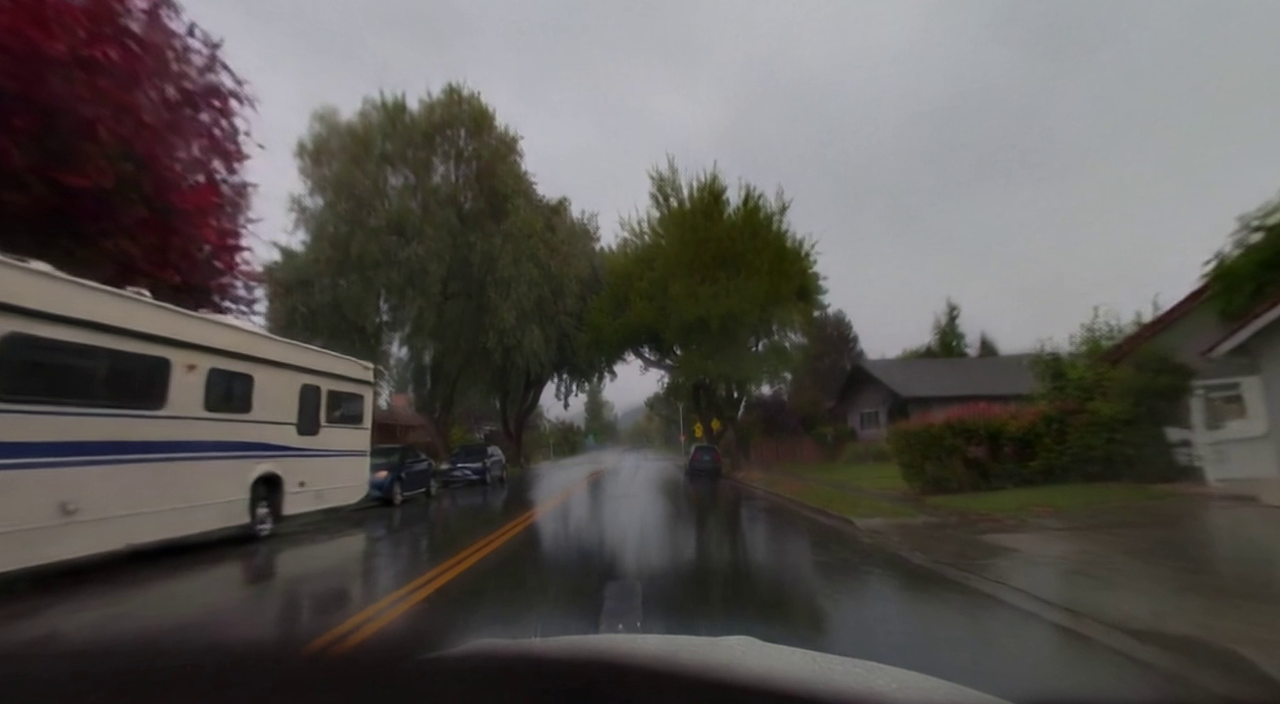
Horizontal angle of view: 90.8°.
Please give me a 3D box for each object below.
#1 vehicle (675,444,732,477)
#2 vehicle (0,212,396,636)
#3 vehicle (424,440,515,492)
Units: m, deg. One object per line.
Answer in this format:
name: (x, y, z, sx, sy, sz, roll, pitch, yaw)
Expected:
vehicle: (3.008, 5.259, 30.935, 2.167, 1.479, 4.597, 0, -8, -2)
vehicle: (-6.832, 0.956, 7.428, 3.103, 3.479, 11.801, -1, -9, 1)
vehicle: (-6.905, 4.629, 26.268, 2.225, 1.817, 5.731, -3, -8, 0)
